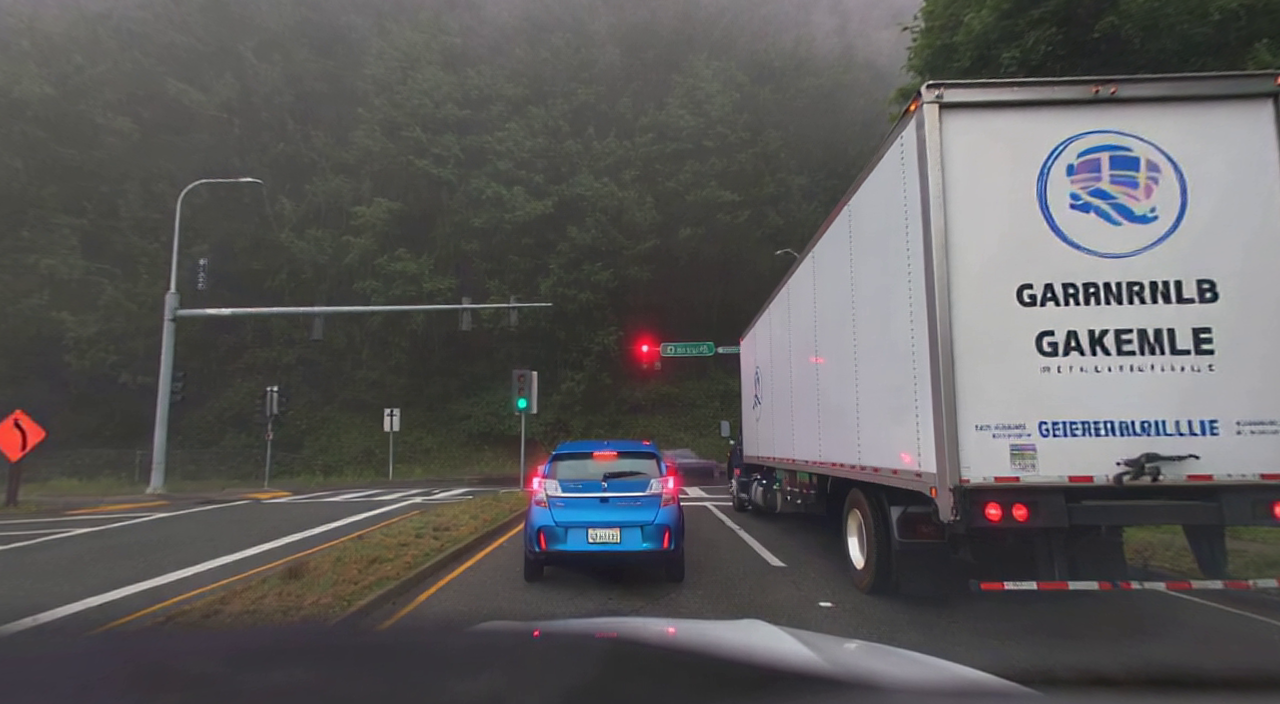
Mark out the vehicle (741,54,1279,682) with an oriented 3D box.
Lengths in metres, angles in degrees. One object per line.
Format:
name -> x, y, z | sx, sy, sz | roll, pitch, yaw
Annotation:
vehicle -> 3.510, 0.706, 8.568 | 2.884, 3.753, 9.763 | 0, -9, 2

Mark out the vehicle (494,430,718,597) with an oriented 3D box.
vehicle -> -0.337, 1.708, 7.426 | 1.975, 1.457, 3.526 | 0, -9, -1
